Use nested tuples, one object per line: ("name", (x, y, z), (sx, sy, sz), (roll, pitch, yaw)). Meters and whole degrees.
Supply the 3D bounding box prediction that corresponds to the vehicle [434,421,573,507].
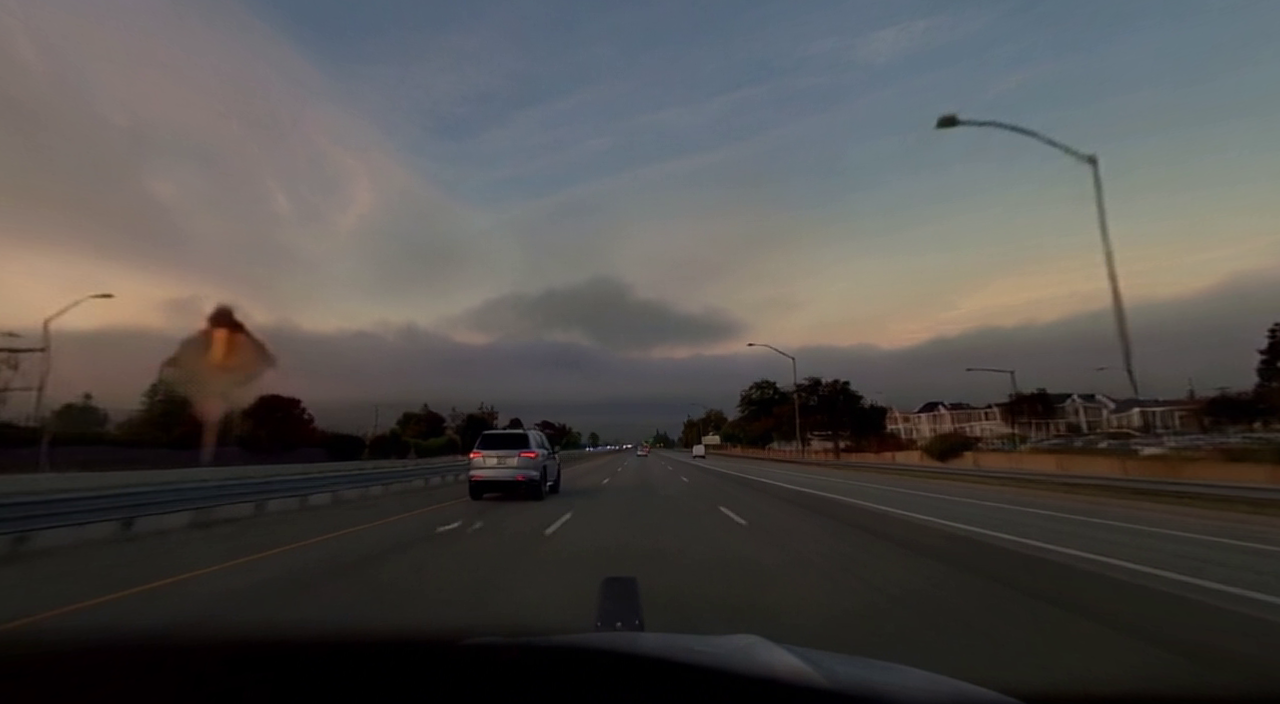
("vehicle", (-3.433, 2.992, 17.315), (2.431, 1.928, 5.760), (0, -9, 1))
